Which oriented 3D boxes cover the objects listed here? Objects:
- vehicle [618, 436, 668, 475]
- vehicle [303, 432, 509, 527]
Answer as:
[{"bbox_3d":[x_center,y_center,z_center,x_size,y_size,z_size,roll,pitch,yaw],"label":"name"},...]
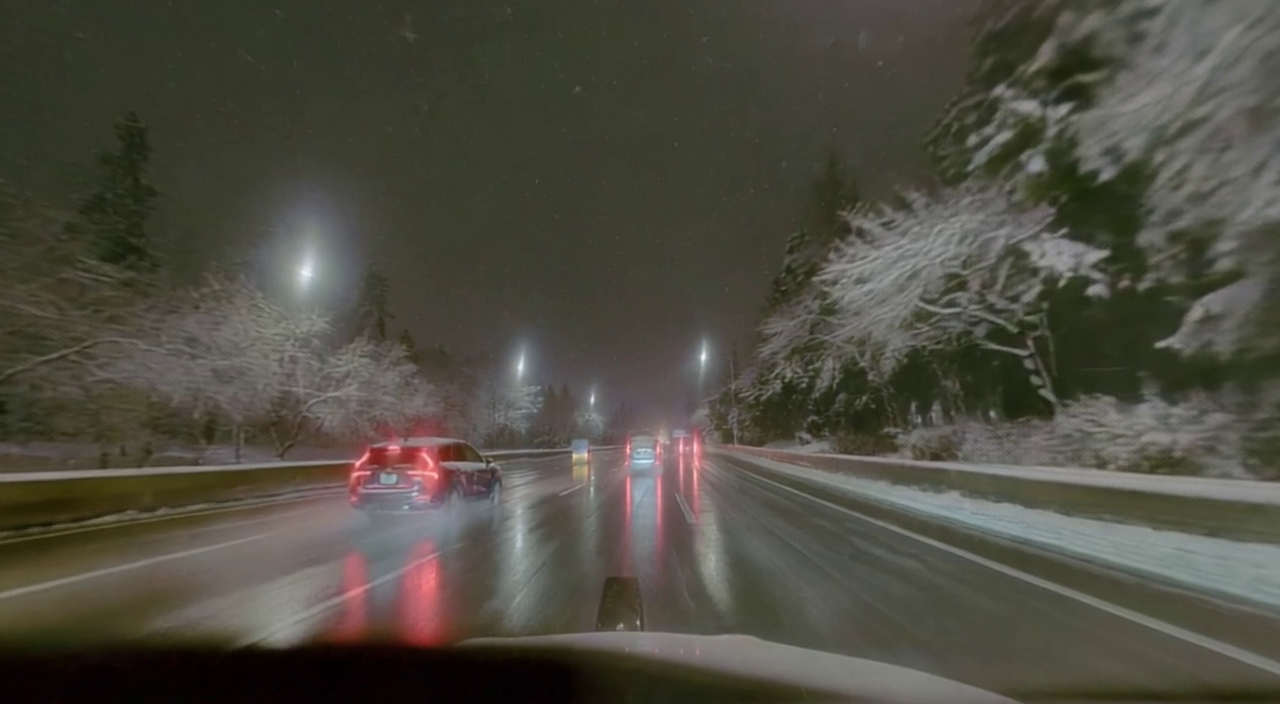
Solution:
[{"bbox_3d":[0.207,4.707,28.903,2.082,1.638,4.644,0,-9,2],"label":"vehicle"},{"bbox_3d":[-4.186,2.377,12.355,1.981,1.460,4.792,0,-9,3],"label":"vehicle"}]
